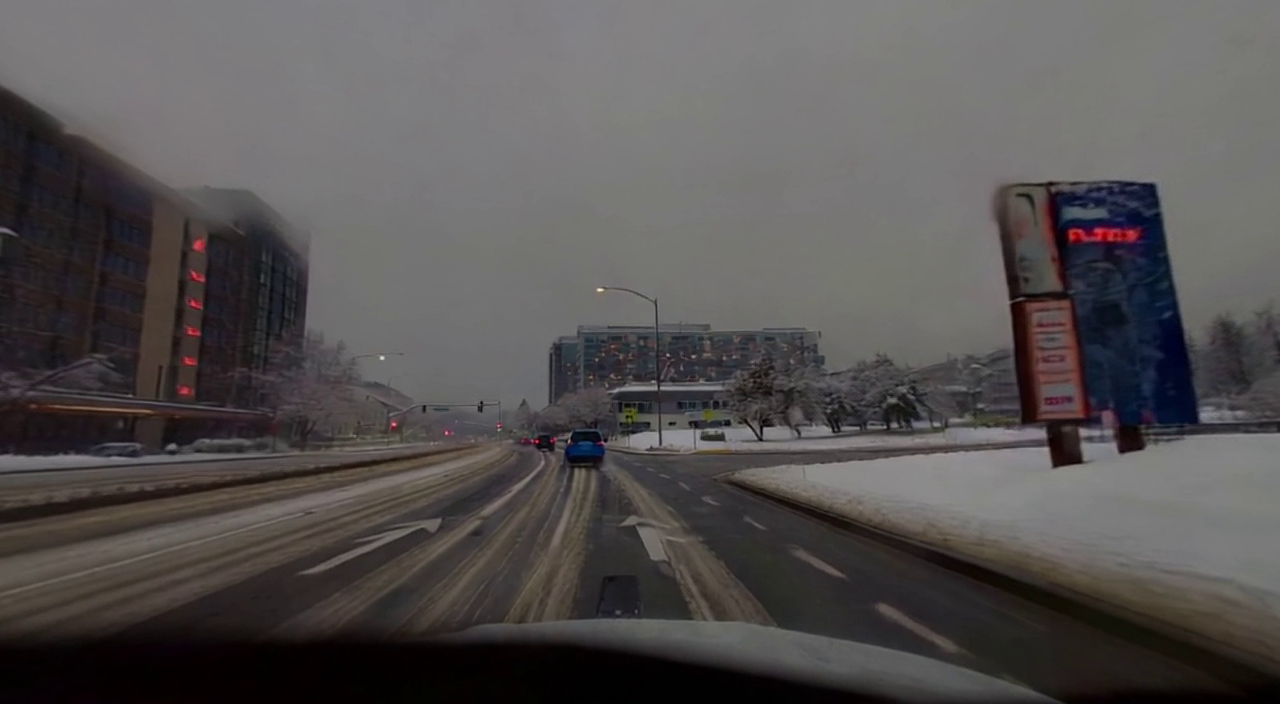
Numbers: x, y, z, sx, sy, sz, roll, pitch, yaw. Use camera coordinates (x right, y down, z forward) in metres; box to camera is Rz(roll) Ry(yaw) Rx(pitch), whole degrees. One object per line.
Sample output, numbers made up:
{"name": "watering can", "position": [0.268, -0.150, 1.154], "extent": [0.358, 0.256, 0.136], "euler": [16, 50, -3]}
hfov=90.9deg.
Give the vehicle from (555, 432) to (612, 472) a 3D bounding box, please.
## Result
{"name": "vehicle", "position": [-2.525, 4.258, 27.211], "extent": [2.231, 1.572, 4.227], "euler": [1, -8, -8]}
